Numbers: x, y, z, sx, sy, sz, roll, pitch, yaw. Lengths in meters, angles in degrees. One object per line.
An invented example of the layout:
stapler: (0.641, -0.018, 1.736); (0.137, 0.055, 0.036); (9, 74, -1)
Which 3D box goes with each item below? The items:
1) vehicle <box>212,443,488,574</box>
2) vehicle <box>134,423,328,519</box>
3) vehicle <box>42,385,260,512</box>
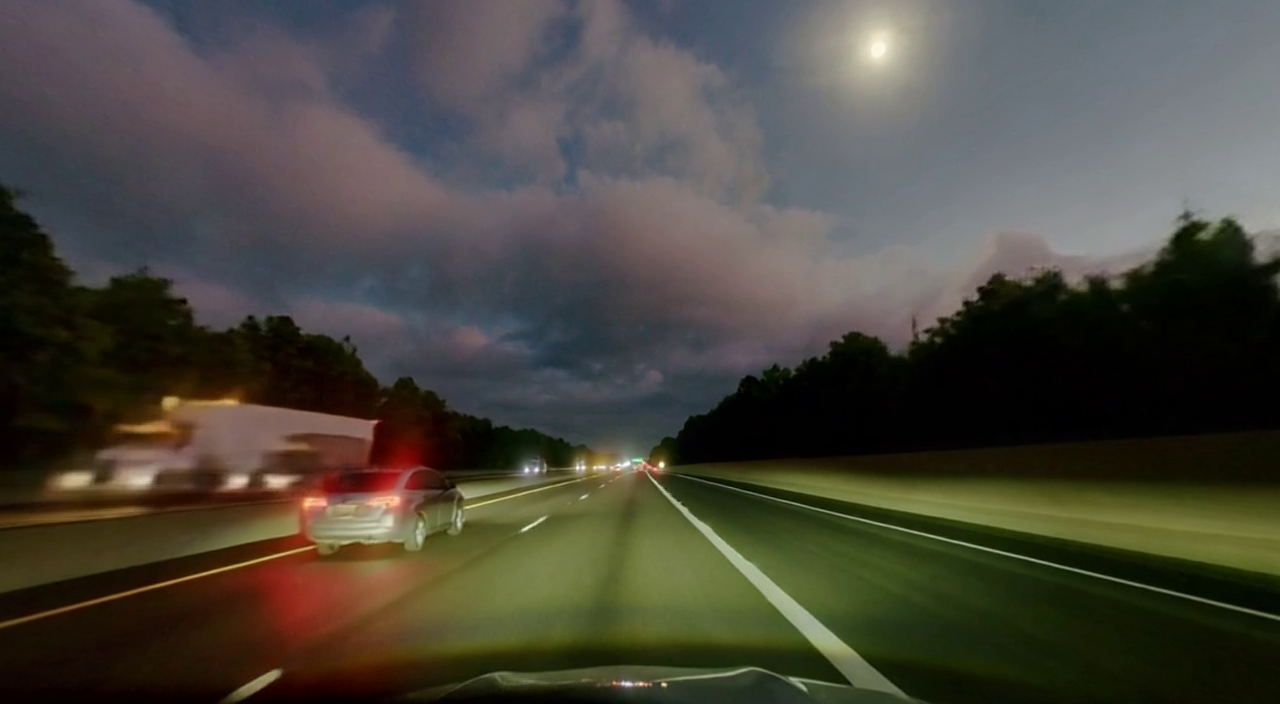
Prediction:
vehicle: (-3.938, 2.244, 9.655); (2.043, 1.486, 4.442); (1, -10, 1)
vehicle: (-12.692, 3.793, 20.274); (2.237, 2.599, 5.741); (1, -10, 0)
vehicle: (-17.439, 3.601, 23.197); (2.964, 4.017, 5.889); (1, -10, -1)
